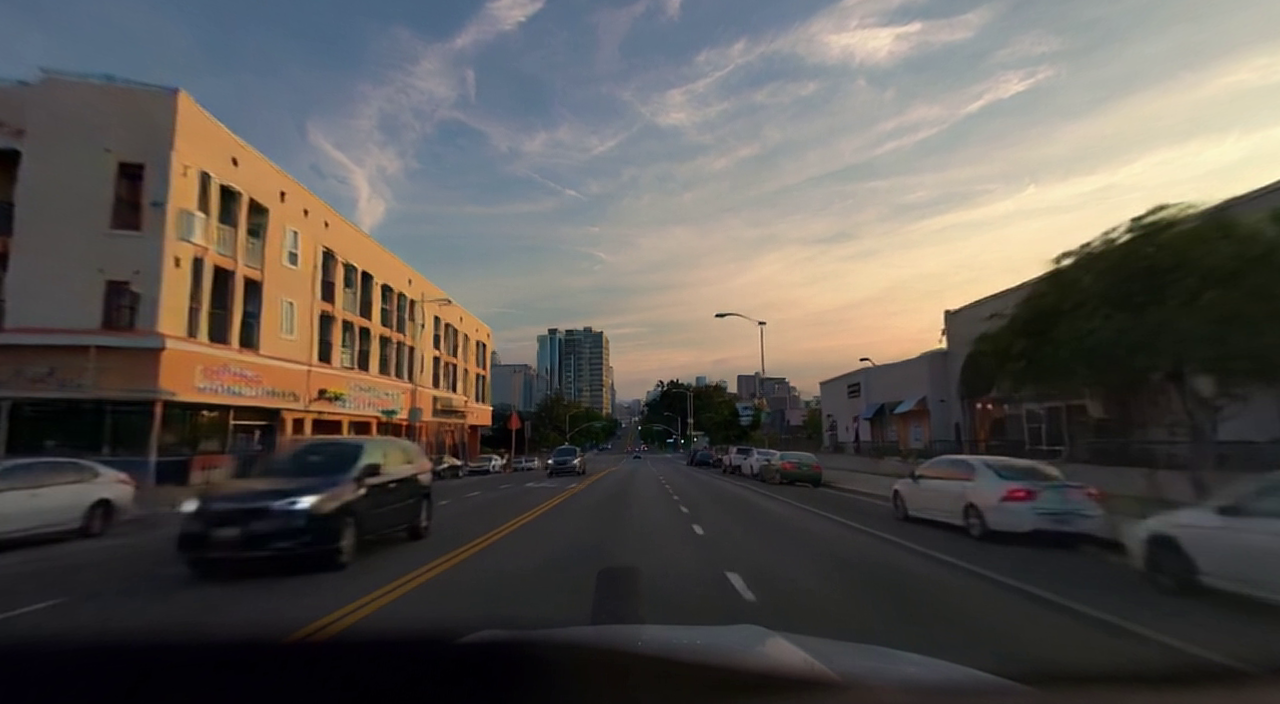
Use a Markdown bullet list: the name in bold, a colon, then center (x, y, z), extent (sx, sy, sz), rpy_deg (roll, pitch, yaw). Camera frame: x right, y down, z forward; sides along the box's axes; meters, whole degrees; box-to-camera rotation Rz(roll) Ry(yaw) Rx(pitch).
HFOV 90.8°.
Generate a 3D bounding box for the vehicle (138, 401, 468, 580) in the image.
- **vehicle**: center (-4.087, 1.830, 8.814), extent (2.048, 1.761, 4.517), rpy_deg (-2, -10, 1)

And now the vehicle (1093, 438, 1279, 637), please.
- **vehicle**: center (5.832, 1.387, 4.556), extent (1.795, 1.524, 4.658), rpy_deg (0, -9, 2)

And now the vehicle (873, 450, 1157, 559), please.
- **vehicle**: center (5.999, 2.447, 11.026), extent (1.976, 1.432, 4.812), rpy_deg (0, -9, 0)

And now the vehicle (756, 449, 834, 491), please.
- **vehicle**: center (6.067, 4.633, 25.310), extent (1.837, 1.482, 4.706), rpy_deg (0, -9, -1)

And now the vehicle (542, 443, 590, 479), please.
- **vehicle**: center (-3.728, 5.569, 32.485), extent (1.980, 1.718, 4.120), rpy_deg (0, -9, 0)

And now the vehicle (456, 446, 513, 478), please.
- **vehicle**: center (-10.168, 7.211, 41.824), extent (2.137, 1.982, 5.794), rpy_deg (0, -9, 1)
